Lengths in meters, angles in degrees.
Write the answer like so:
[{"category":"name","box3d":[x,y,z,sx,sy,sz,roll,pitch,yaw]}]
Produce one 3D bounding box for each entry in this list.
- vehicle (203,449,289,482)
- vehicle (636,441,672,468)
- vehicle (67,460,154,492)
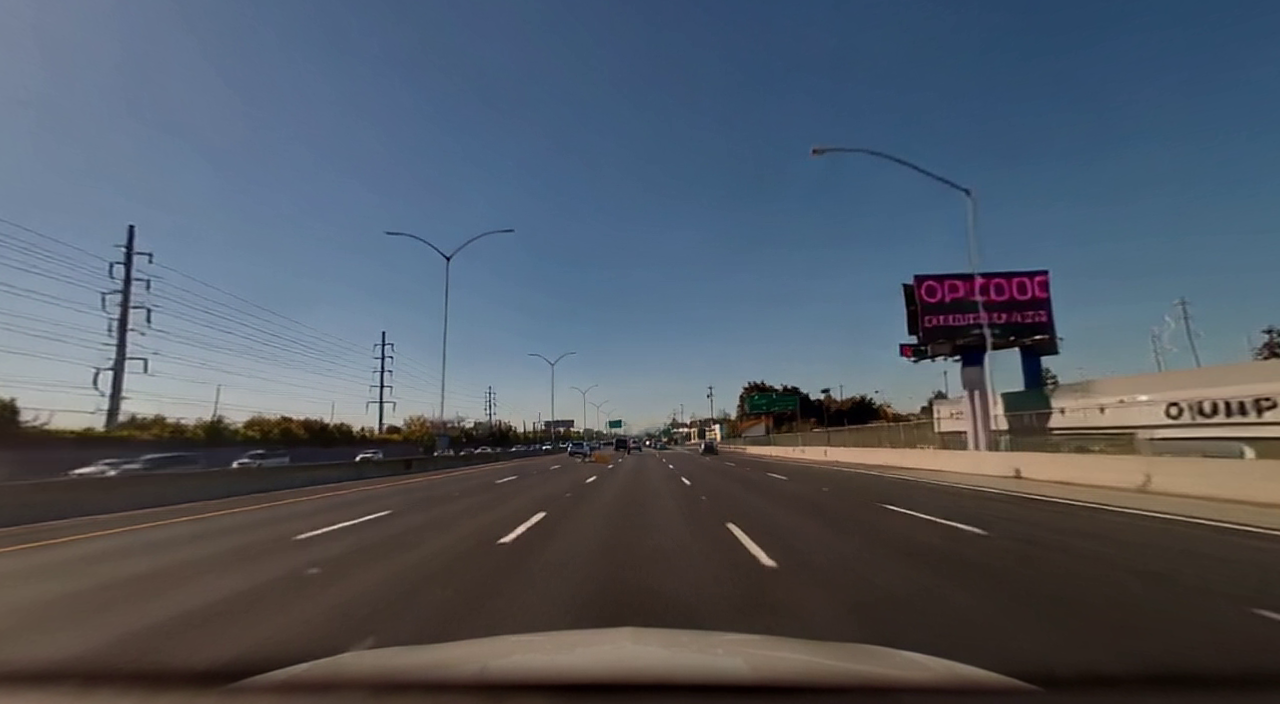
[{"category":"vehicle","box3d":[-20.205,5.805,32.516,1.865,1.501,3.752,-1,-8,3]},{"category":"vehicle","box3d":[0.752,5.846,36.267,1.891,1.444,3.968,-1,-8,0]},{"category":"vehicle","box3d":[-26.788,6.260,32.035,1.522,1.356,3.346,-1,-8,0]}]
